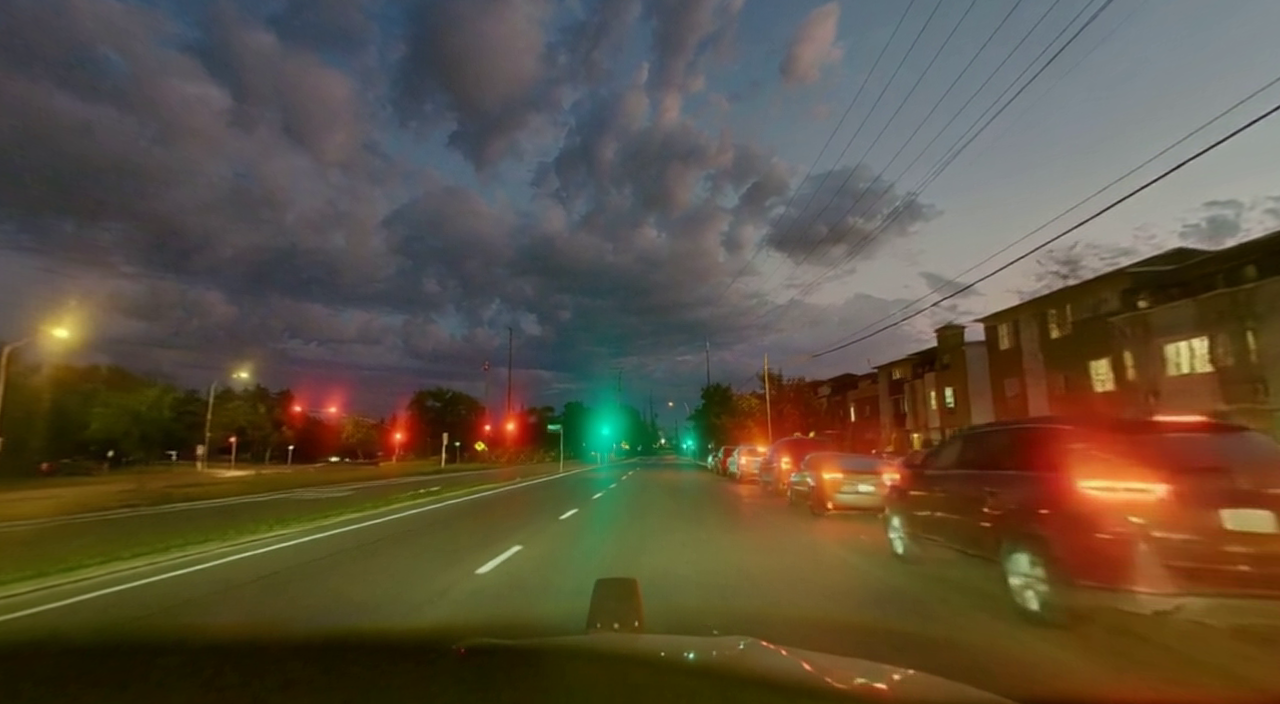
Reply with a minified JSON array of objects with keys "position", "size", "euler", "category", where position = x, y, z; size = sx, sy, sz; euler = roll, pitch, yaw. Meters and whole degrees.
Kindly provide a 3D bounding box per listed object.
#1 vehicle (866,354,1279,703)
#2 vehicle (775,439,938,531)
[{"position":[3.987,1.277,5.404],"size":[2.359,1.817,4.985],"euler":[0,-9,1],"category":"vehicle"},{"position":[4.152,2.600,13.066],"size":[1.925,1.505,4.895],"euler":[0,-9,4],"category":"vehicle"}]
